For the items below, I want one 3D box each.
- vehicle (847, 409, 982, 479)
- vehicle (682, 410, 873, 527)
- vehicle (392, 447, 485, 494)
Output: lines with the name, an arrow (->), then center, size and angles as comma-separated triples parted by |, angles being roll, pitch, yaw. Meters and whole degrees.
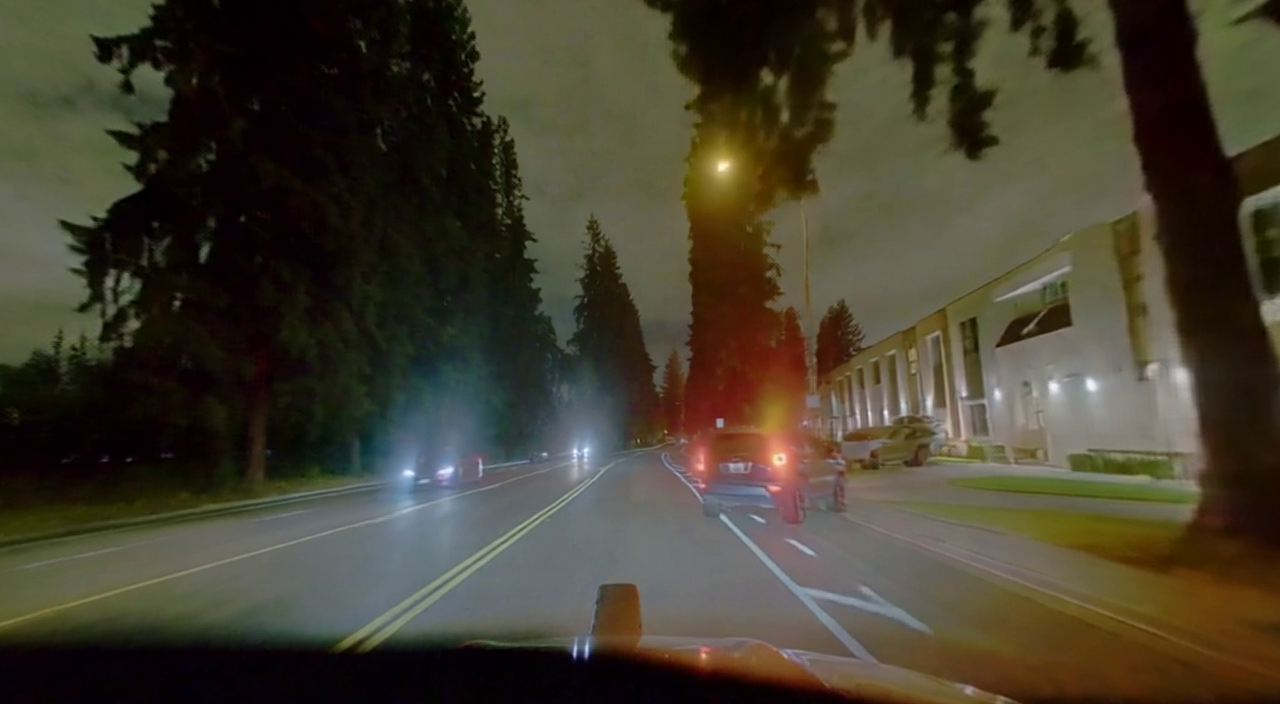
vehicle -> 8.577, 3.007, 20.292 | 2.007, 1.803, 4.835 | -5, -9, -1
vehicle -> 2.984, 2.253, 12.750 | 2.268, 1.862, 4.724 | -5, -10, 31
vehicle -> -7.194, 4.240, 22.998 | 1.894, 1.476, 4.429 | -2, -8, 1
